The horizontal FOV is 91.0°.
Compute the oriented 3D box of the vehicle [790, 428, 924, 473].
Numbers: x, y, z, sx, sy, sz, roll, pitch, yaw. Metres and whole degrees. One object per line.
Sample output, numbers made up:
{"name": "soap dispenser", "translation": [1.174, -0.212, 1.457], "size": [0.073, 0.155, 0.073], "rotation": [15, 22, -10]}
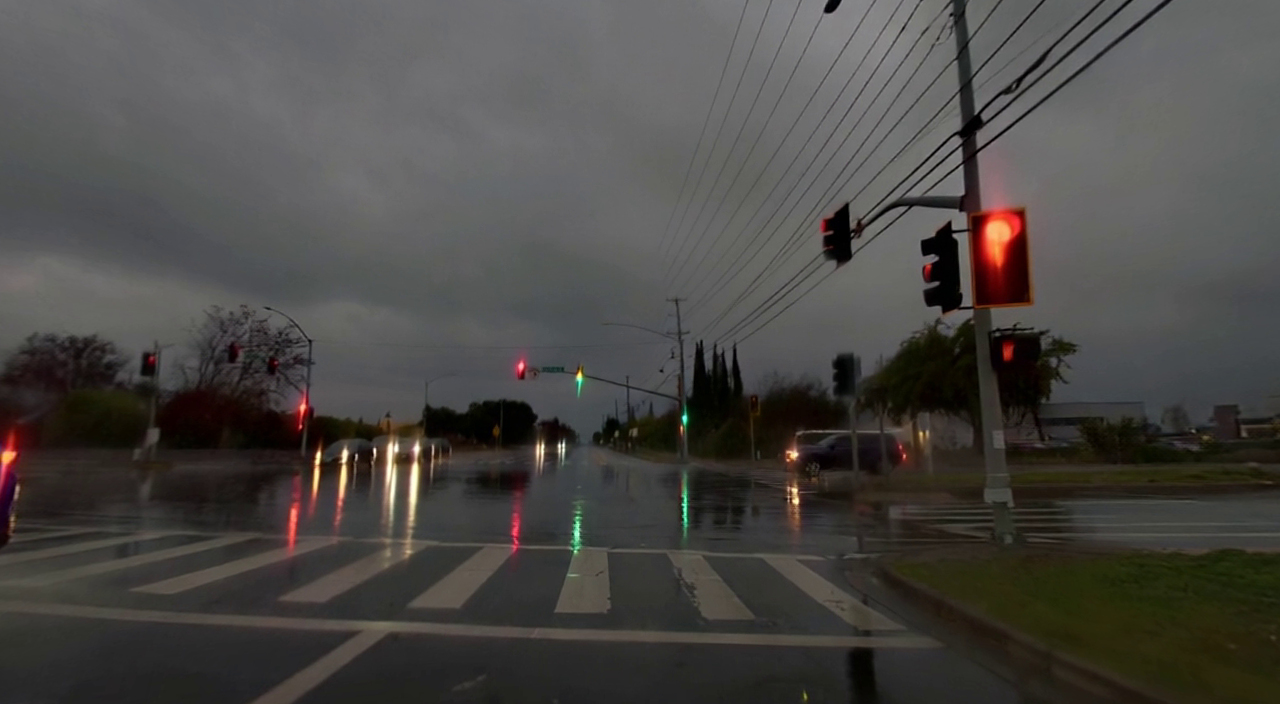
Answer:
{"name": "vehicle", "translation": [8.702, 4.019, 25.724], "size": [4.884, 1.714, 2.021], "rotation": [-2, -9, 12]}
